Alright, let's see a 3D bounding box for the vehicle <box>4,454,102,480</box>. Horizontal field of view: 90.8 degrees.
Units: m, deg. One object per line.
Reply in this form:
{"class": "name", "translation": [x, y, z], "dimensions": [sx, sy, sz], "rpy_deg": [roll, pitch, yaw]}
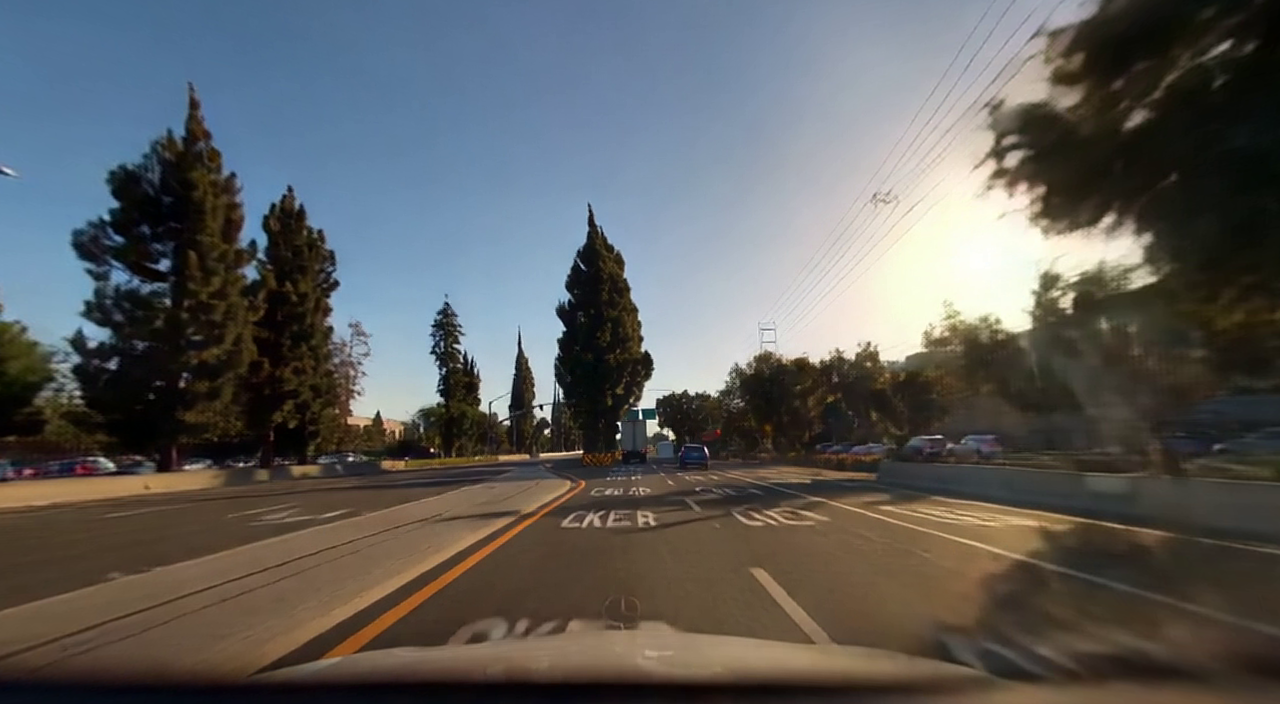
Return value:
{"class": "vehicle", "translation": [-39.398, 7.710, 42.500], "dimensions": [4.470, 1.657, 2.028], "rpy_deg": [0, -9, -1]}

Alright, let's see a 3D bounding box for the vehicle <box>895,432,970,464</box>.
{"class": "vehicle", "translation": [20.514, 6.812, 44.701], "dimensions": [2.529, 2.086, 5.902], "rpy_deg": [0, -9, 1]}

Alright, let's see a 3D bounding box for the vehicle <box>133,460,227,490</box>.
{"class": "vehicle", "translation": [-26.177, 6.993, 36.198], "dimensions": [1.883, 1.482, 4.779], "rpy_deg": [0, -9, -2]}

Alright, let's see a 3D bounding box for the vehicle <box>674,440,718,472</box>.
{"class": "vehicle", "translation": [3.224, 6.136, 37.405], "dimensions": [2.086, 1.803, 4.607], "rpy_deg": [0, -9, -1]}

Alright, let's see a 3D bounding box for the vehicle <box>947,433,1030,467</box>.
{"class": "vehicle", "translation": [20.476, 5.826, 37.402], "dimensions": [1.993, 1.854, 5.008], "rpy_deg": [0, -9, -1]}

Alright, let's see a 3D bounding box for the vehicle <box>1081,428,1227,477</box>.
{"class": "vehicle", "translation": [20.170, 3.987, 25.109], "dimensions": [1.939, 1.753, 4.469], "rpy_deg": [0, -9, 0]}
